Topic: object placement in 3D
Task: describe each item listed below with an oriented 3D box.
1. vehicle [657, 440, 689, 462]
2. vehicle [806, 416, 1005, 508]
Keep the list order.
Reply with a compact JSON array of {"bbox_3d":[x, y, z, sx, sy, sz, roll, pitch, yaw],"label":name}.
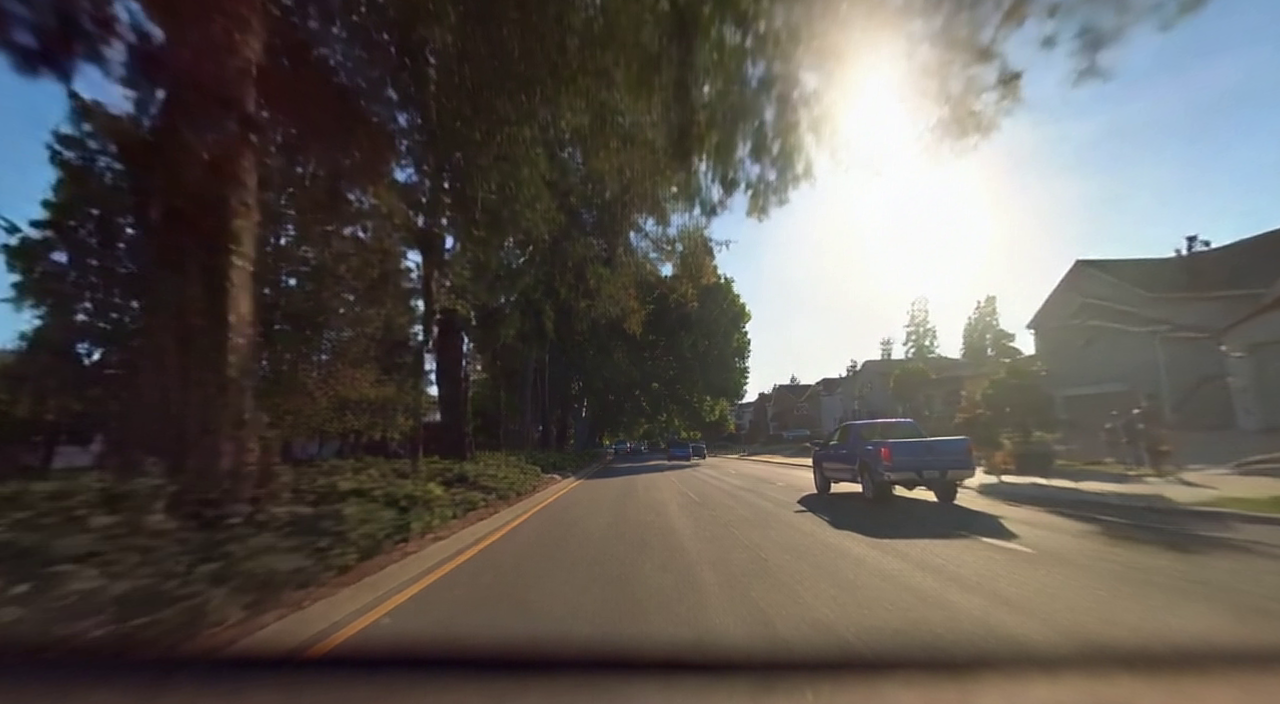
[{"bbox_3d":[2.533,7.684,49.166,2.061,1.632,4.222,0,-8,-2],"label":"vehicle"},{"bbox_3d":[5.953,2.576,15.206,2.262,1.769,5.666,0,-8,-1],"label":"vehicle"}]
